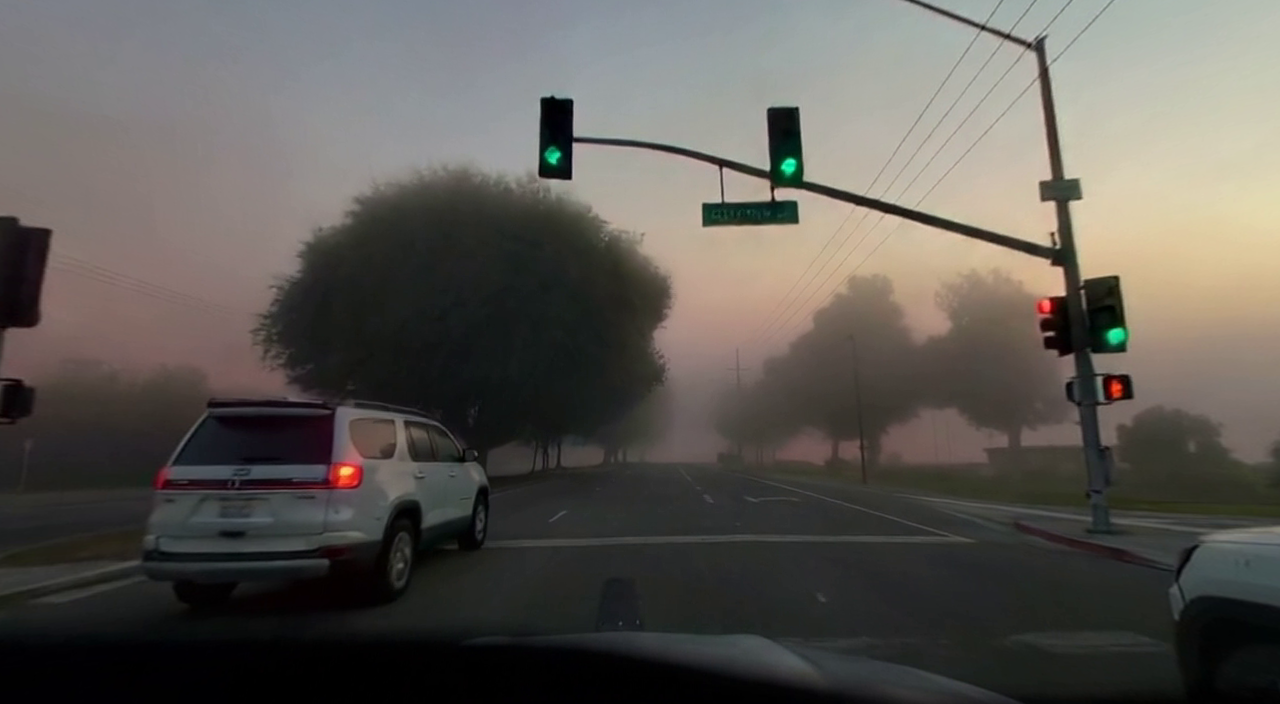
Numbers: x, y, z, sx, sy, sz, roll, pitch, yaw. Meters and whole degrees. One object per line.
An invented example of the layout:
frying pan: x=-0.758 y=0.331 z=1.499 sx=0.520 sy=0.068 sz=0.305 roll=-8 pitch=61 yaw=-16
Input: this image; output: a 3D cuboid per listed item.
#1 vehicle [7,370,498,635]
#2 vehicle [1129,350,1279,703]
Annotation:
vehicle: x=-3.522 y=1.519 z=7.514 sx=2.374 sy=1.985 sz=5.391 roll=0 pitch=-8 yaw=0
vehicle: x=3.569 y=0.632 z=1.031 sx=2.056 sy=1.703 sz=4.305 roll=0 pitch=-8 yaw=0
